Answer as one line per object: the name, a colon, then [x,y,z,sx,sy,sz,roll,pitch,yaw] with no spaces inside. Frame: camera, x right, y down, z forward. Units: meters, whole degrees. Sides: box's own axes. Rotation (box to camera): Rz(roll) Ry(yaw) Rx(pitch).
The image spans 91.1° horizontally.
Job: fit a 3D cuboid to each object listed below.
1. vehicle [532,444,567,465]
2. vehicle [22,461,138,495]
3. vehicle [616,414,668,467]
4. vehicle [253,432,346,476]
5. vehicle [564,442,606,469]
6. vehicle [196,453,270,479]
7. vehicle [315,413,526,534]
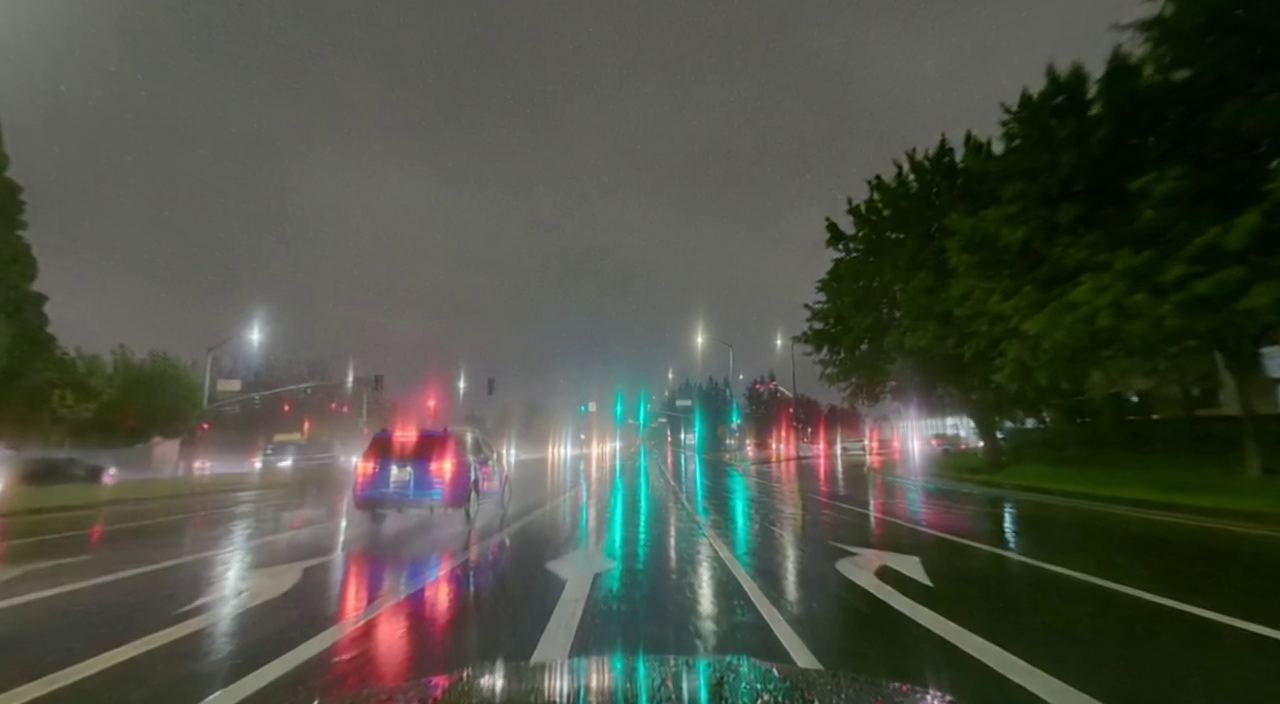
vehicle: [-6.669,7.582,46.577,1.933,1.477,4.119,0,-9,1]
vehicle: [-28.823,6.451,32.523,1.821,1.496,4.489,0,-9,1]
vehicle: [0.198,5.614,39.689,2.993,3.051,6.692,0,-9,2]
vehicle: [-21.385,6.439,39.825,2.406,2.509,5.940,0,-9,1]
vehicle: [-3.217,6.122,37.297,2.023,1.483,4.143,0,-9,1]
vehicle: [-28.626,8.017,44.376,2.028,1.652,4.607,0,-9,1]
vehicle: [-3.815,2.229,12.131,2.178,1.826,4.933,0,-9,1]
